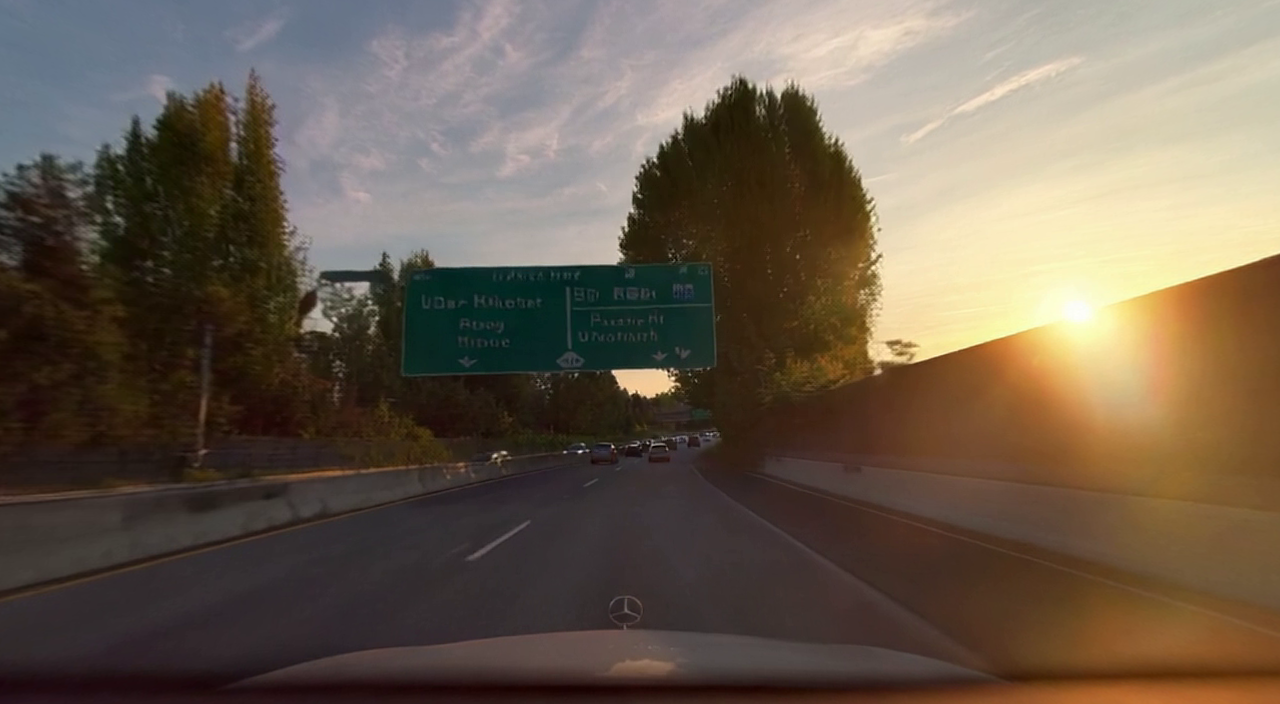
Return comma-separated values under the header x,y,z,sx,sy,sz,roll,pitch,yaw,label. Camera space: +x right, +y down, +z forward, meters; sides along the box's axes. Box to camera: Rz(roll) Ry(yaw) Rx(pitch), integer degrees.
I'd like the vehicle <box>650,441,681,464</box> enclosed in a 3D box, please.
x,y,z,sx,sy,sz,roll,pitch,yaw,label
1.780,6.977,43.894,2.077,1.533,3.854,0,-8,3,vehicle

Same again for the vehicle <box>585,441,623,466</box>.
x,y,z,sx,sy,sz,roll,pitch,yaw,label
-2.232,6.413,39.975,1.985,1.518,3.847,-1,-8,4,vehicle

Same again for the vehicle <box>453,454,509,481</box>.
x,y,z,sx,sy,sz,roll,pitch,yaw,label
-9.665,7.035,38.666,1.977,1.489,4.631,0,-8,4,vehicle
